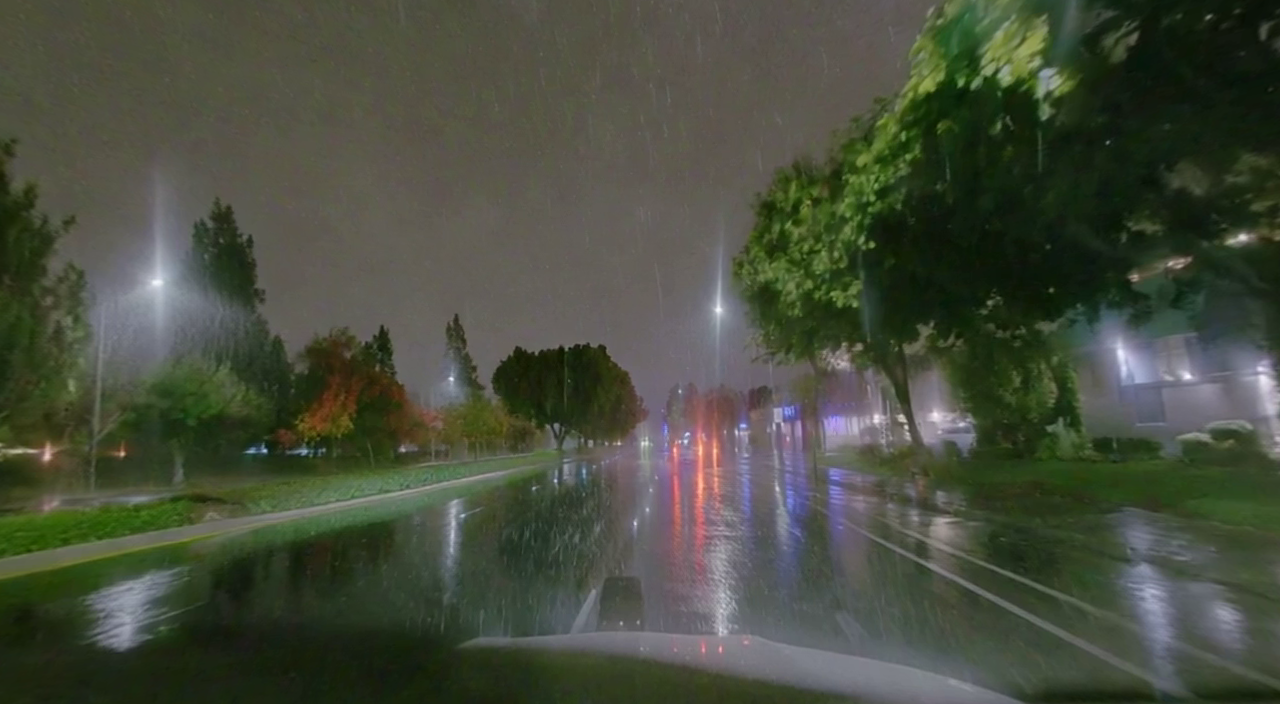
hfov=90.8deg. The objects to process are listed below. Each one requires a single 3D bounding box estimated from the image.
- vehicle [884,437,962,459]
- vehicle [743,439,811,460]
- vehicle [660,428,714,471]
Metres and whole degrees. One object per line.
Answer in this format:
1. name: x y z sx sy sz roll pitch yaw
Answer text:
1. vehicle: 20.209 6.883 45.255 4.698 1.465 1.914 -1 -8 5
2. vehicle: 9.971 7.192 46.444 4.733 1.499 2.000 -2 -8 9
3. vehicle: 2.497 4.980 32.307 2.477 1.991 5.157 -1 -8 6
